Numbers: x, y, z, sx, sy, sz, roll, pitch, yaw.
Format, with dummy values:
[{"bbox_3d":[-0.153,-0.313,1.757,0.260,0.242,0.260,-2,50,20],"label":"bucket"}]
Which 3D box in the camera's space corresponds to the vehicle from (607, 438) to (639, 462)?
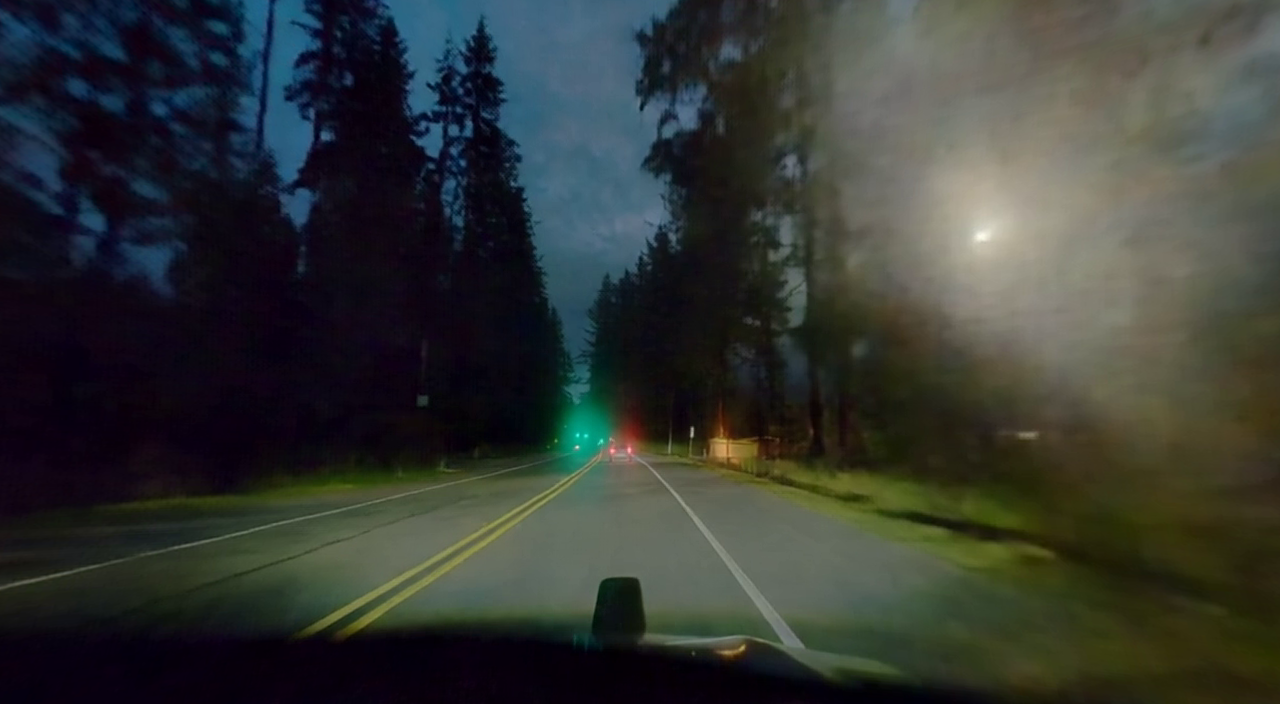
[{"bbox_3d":[-1.158,6.505,41.934,2.042,1.489,3.963,0,-8,-2],"label":"vehicle"}]
